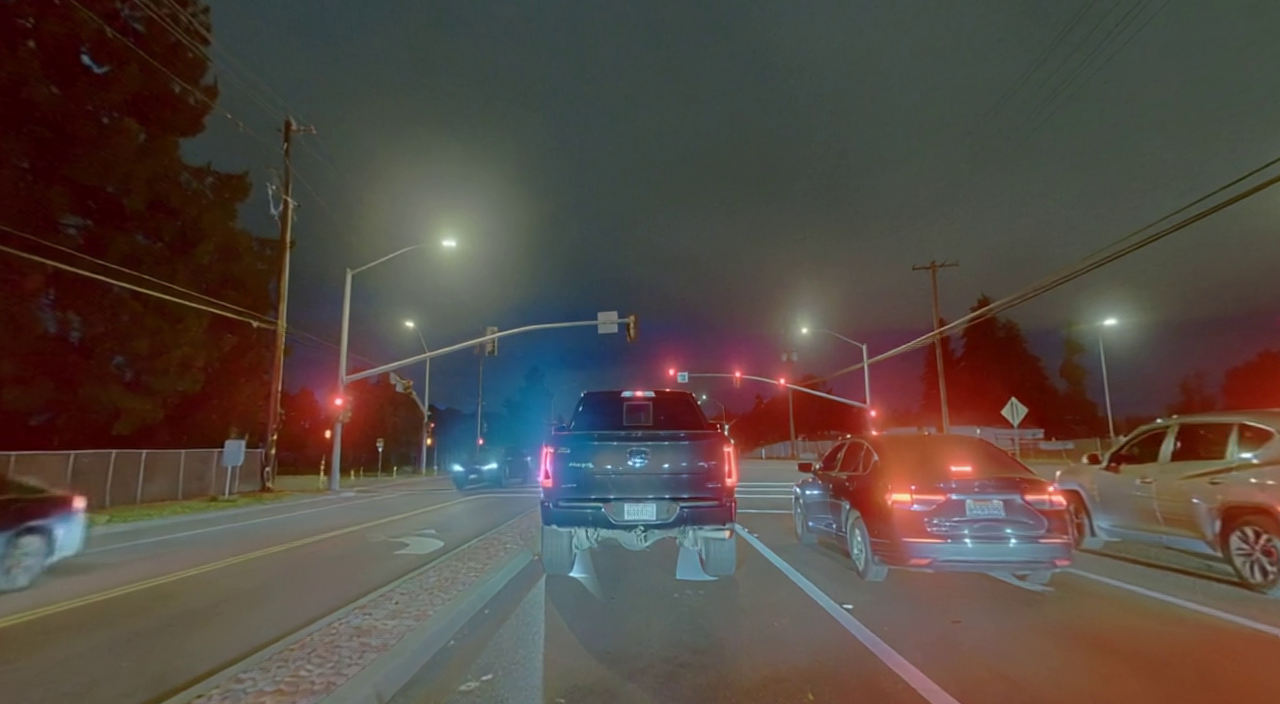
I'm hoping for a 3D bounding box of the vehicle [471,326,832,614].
[{"bbox_3d":[0.128,1.370,8.148,2.831,2.284,6.149,0,-8,1],"label":"vehicle"}]

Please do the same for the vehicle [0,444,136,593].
[{"bbox_3d":[-8.165,1.700,6.084,2.378,1.611,5.046,0,-8,1],"label":"vehicle"}]

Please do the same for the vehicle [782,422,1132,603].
[{"bbox_3d":[3.115,1.644,7.363,1.993,1.495,4.060,0,-8,1],"label":"vehicle"}]

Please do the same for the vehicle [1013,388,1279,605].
[{"bbox_3d":[6.153,1.372,6.474,1.982,1.727,4.352,0,-8,1],"label":"vehicle"}]
